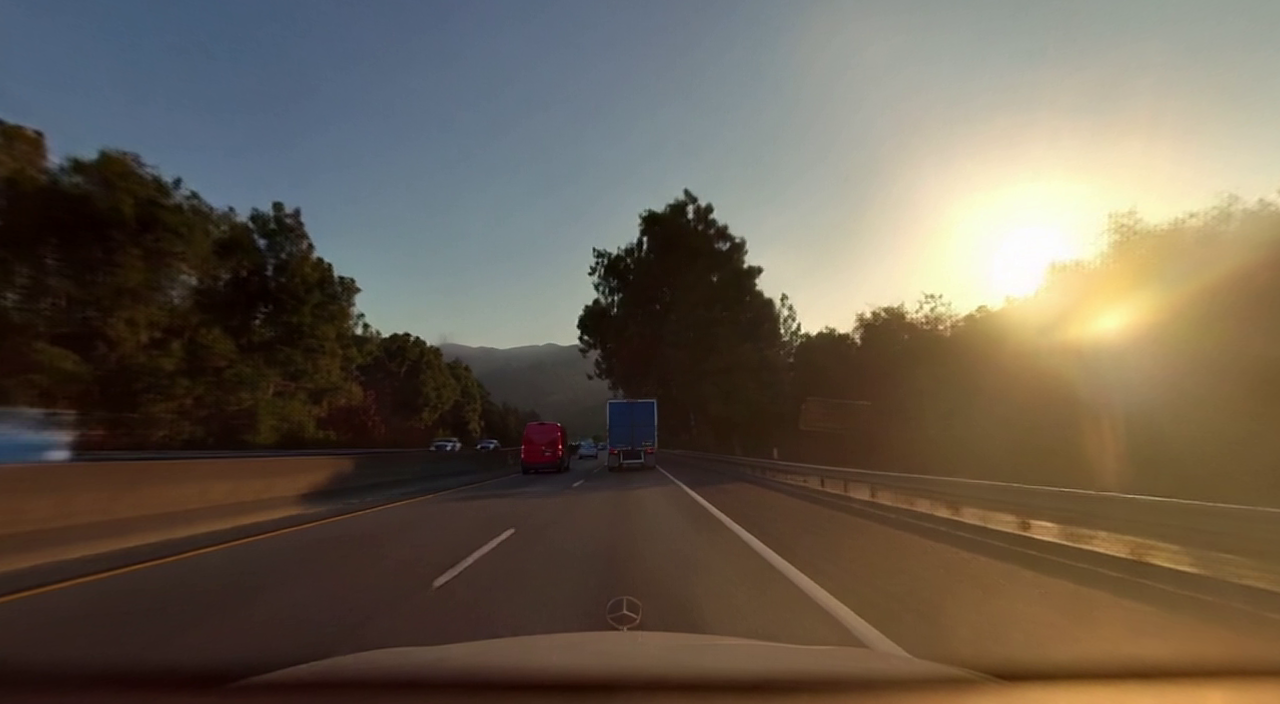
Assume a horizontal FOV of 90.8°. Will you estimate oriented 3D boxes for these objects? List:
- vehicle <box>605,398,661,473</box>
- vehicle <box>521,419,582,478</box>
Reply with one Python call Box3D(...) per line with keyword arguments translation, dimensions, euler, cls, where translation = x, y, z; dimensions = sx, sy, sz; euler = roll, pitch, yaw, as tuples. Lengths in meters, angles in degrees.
Box3D(translation=(-0.401, 5.301, 39.125), dimensions=(2.995, 4.036, 10.311), euler=(0, -9, 0), cls="vehicle")
Box3D(translation=(-4.487, 5.041, 32.949), dimensions=(2.357, 2.786, 6.144), euler=(0, -9, -1), cls="vehicle")
